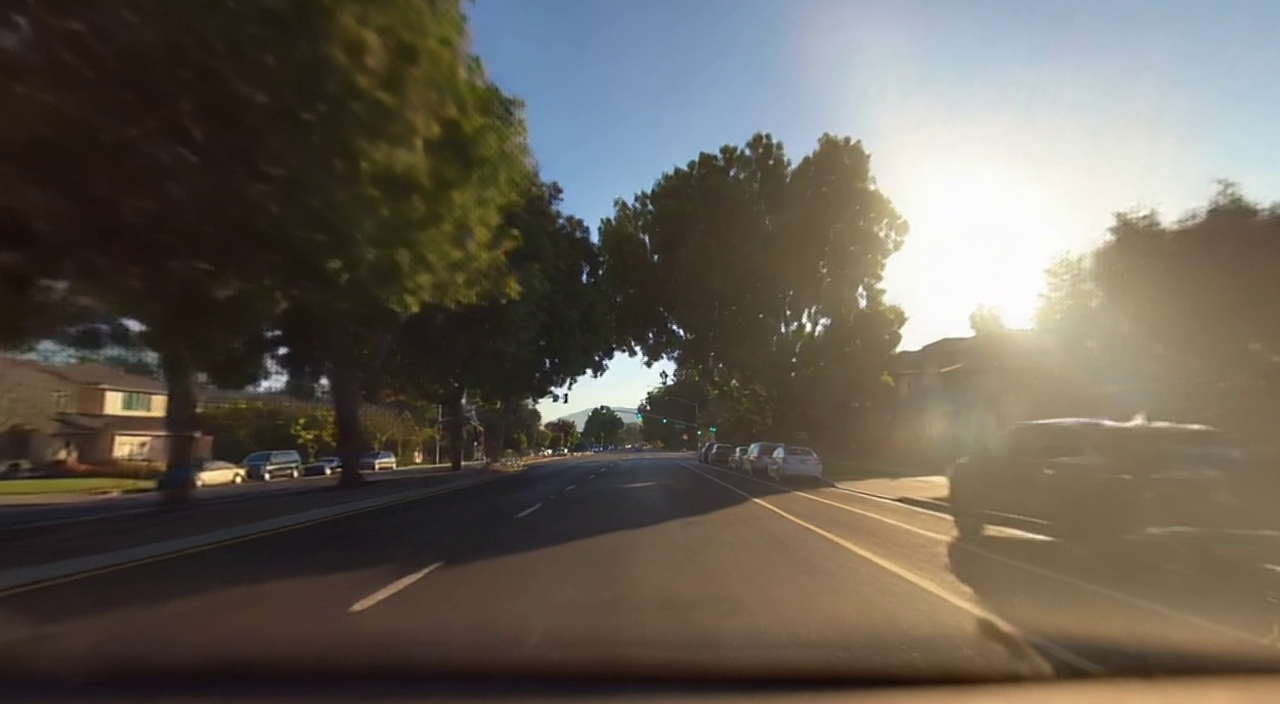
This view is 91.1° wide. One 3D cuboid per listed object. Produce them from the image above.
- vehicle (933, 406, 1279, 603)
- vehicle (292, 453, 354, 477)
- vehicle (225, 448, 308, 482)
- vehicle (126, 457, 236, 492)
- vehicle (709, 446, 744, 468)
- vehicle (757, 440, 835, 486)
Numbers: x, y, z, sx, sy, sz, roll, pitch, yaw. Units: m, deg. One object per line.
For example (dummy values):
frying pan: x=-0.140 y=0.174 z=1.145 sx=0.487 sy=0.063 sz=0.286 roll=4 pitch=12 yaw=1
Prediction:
vehicle: x=5.948 y=1.773 z=8.210 sx=2.004 sy=1.816 sz=4.585 roll=0 pitch=-9 yaw=0
vehicle: x=-21.759 y=7.764 z=43.325 sx=1.842 sy=1.496 sz=4.614 roll=0 pitch=-9 yaw=0
vehicle: x=-21.870 y=6.618 z=37.008 sx=2.001 sy=1.839 sz=4.669 roll=0 pitch=-9 yaw=0
vehicle: x=-22.028 y=5.862 z=30.421 sx=1.883 sy=1.450 sz=4.659 roll=0 pitch=-9 yaw=-2
vehicle: x=6.181 y=7.547 z=45.389 sx=1.901 sy=1.470 sz=4.580 roll=0 pitch=-9 yaw=0
vehicle: x=6.158 y=4.416 z=25.296 sx=1.918 sy=1.662 sz=4.393 roll=0 pitch=-9 yaw=-1
